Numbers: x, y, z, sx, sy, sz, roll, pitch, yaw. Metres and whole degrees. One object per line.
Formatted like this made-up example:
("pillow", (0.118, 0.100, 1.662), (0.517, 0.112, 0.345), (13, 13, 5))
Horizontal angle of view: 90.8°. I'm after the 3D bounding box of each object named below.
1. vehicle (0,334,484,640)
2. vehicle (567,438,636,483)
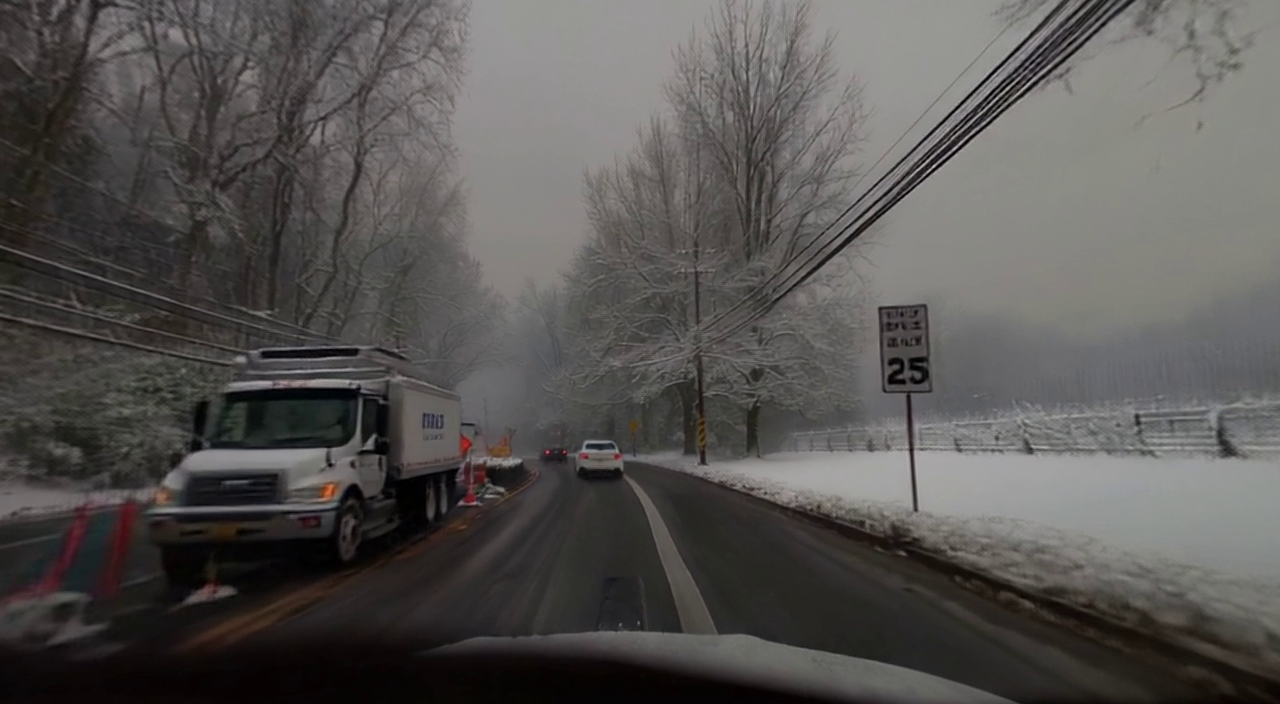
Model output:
("vehicle", (-3.653, 1.344, 7.417), (2.671, 2.053, 6.074), (1, -8, -6))
("vehicle", (-1.510, 3.916, 23.113), (2.186, 1.463, 4.356), (1, -8, -8))
